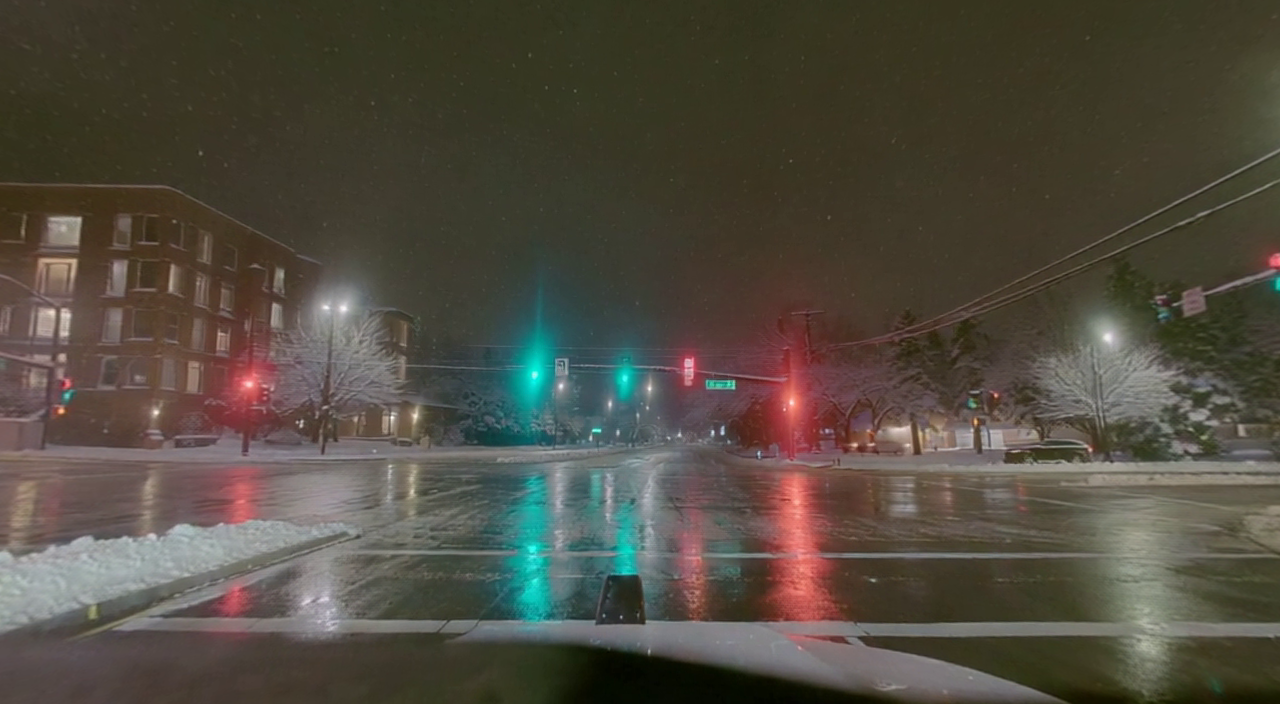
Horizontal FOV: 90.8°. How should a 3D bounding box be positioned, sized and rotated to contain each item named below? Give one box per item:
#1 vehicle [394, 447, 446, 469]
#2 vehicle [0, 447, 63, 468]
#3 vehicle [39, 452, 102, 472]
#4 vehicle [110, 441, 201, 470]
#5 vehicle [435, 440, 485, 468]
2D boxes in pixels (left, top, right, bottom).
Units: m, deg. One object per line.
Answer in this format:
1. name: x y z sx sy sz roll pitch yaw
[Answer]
1. vehicle: -15.520 7.450 44.808 2.056 1.450 4.343 0 -8 1
2. vehicle: -45.255 7.769 46.587 1.858 1.467 3.624 0 -8 0
3. vehicle: -41.601 8.021 46.220 1.552 1.339 3.340 -2 -9 0
4. vehicle: -34.905 7.423 45.729 2.204 1.955 5.518 0 -8 0
5. vehicle: -11.959 6.798 42.319 2.080 1.763 4.341 0 -8 0
